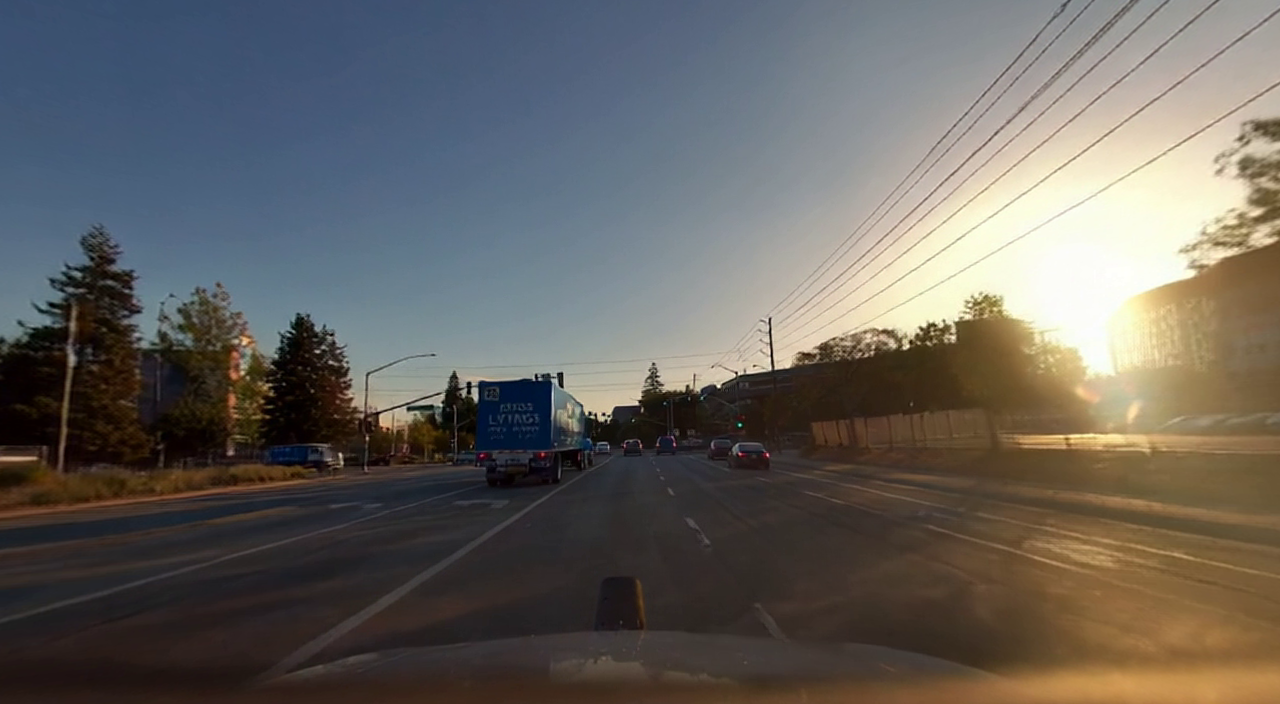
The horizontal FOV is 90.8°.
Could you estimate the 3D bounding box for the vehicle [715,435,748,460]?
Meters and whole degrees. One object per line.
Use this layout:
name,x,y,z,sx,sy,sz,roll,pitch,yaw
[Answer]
vehicle,6.338,6.620,43.867,2.102,1.662,4.533,-1,-8,7

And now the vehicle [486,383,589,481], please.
vehicle,-3.845,3.365,25.923,2.889,3.347,8.285,0,-8,0
